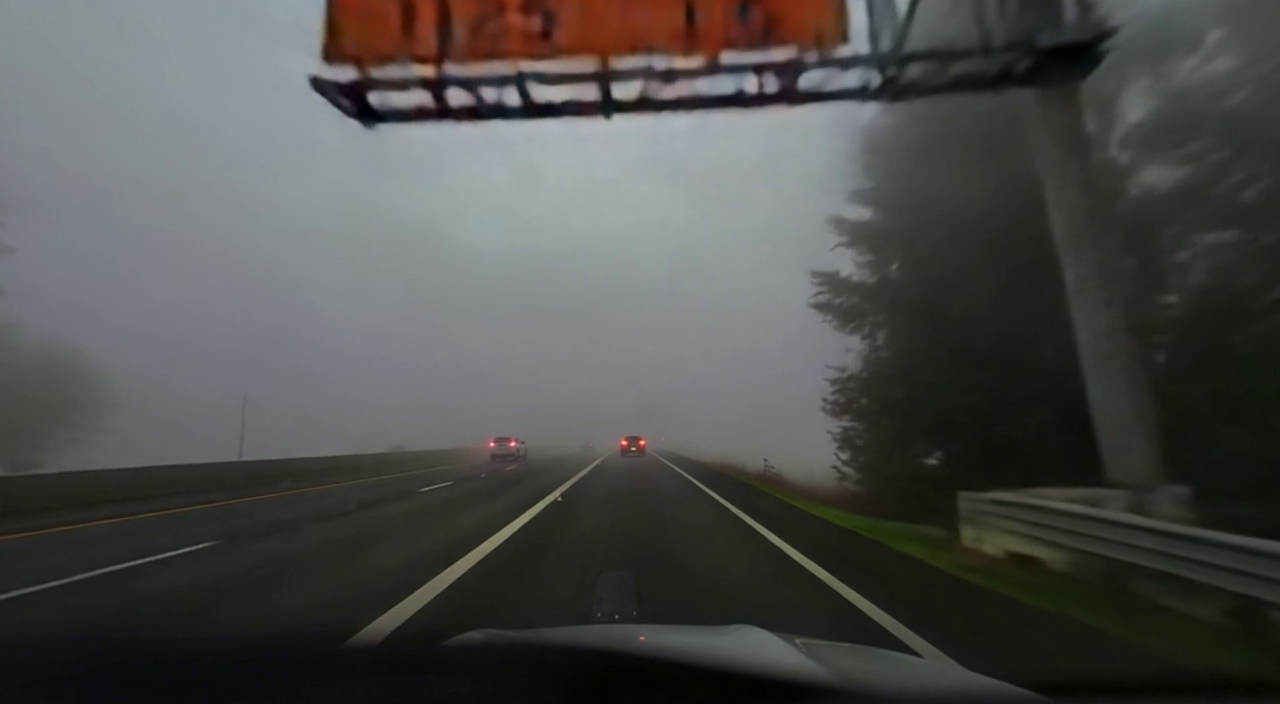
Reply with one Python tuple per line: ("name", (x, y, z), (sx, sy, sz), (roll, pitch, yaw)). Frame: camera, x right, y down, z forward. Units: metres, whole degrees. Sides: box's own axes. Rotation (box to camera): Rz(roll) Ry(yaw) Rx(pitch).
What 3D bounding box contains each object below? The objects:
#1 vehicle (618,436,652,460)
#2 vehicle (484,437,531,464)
("vehicle", (-0.334, 6.008, 39.485), (2.072, 1.440, 3.690), (0, -8, -1))
("vehicle", (-8.044, 6.017, 38.563), (1.939, 1.504, 4.727), (0, -8, -1))
